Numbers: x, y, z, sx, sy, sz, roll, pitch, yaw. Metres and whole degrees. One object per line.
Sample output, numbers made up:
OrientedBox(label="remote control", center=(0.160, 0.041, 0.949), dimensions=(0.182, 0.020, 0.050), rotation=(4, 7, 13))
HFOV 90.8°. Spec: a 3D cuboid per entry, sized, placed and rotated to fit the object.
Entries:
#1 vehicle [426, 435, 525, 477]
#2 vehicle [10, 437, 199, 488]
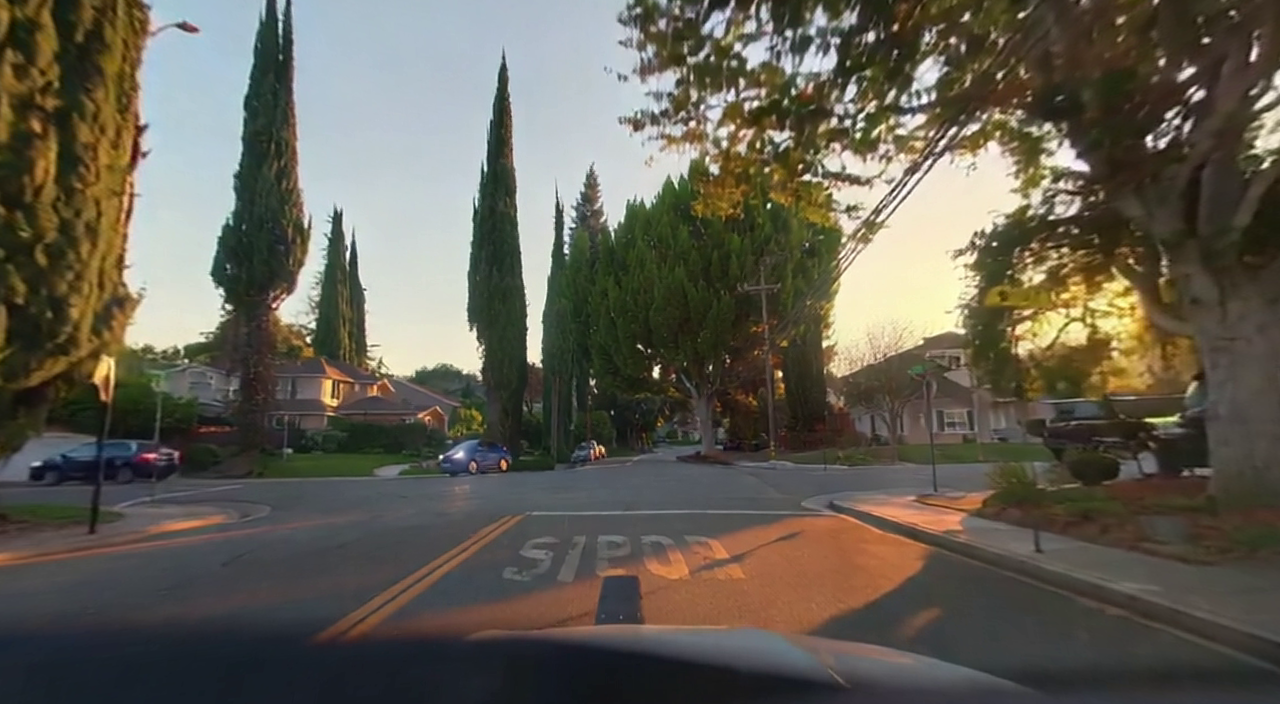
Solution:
OrientedBox(label="vehicle", center=(-6.832, 4.357, 26.817), dimensions=(1.988, 1.596, 4.396), rotation=(-3, -8, 17))
OrientedBox(label="vehicle", center=(-19.193, 3.943, 22.836), dimensions=(4.968, 1.728, 1.987), rotation=(0, -8, 0))
